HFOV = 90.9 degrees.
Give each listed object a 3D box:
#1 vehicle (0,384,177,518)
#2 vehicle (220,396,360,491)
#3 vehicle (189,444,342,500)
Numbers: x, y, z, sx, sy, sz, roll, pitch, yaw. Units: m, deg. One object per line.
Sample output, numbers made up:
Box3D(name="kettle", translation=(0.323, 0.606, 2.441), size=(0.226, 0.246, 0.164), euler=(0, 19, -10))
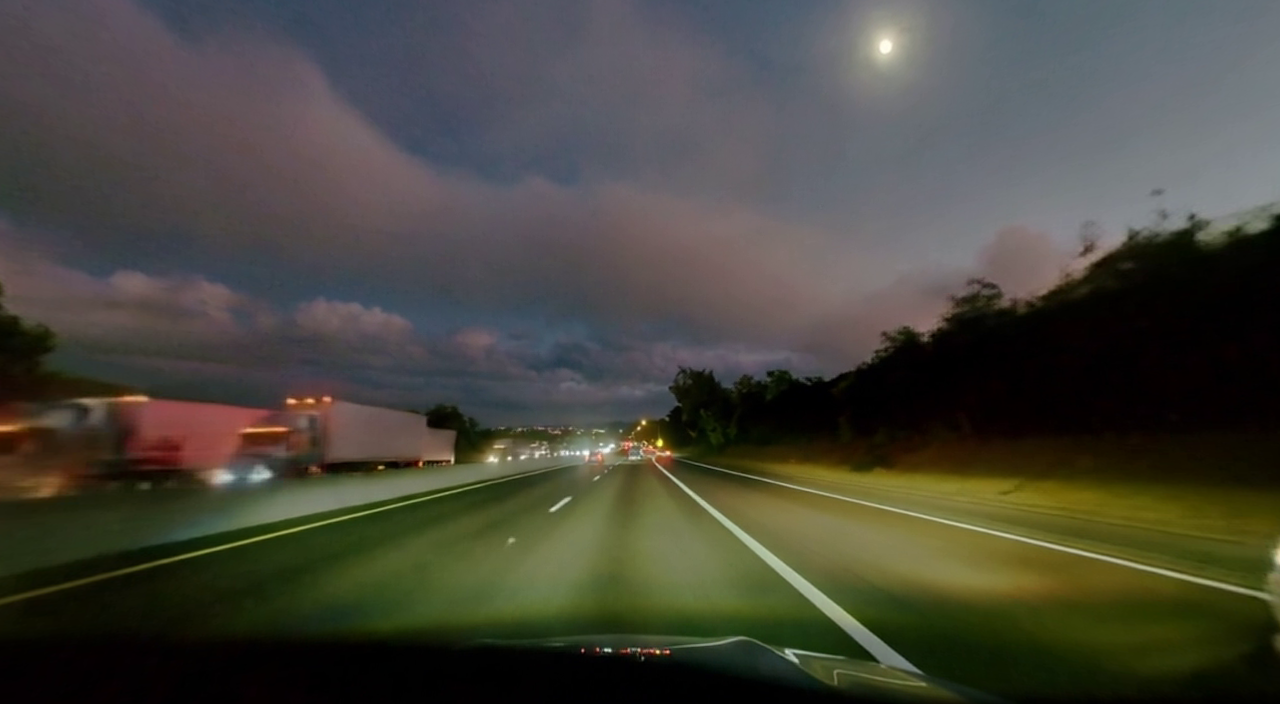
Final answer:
Box3D(name="vehicle", translation=(-19.949, 3.346, 21.582), size=(3.025, 3.867, 6.475), euler=(0, -9, 0))
Box3D(name="vehicle", translation=(-16.201, 4.336, 29.823), size=(2.980, 4.025, 6.140), euler=(0, -9, -1))
Box3D(name="vehicle", translation=(-11.246, 3.612, 19.400), size=(1.910, 1.506, 4.487), euler=(0, -9, 0))
